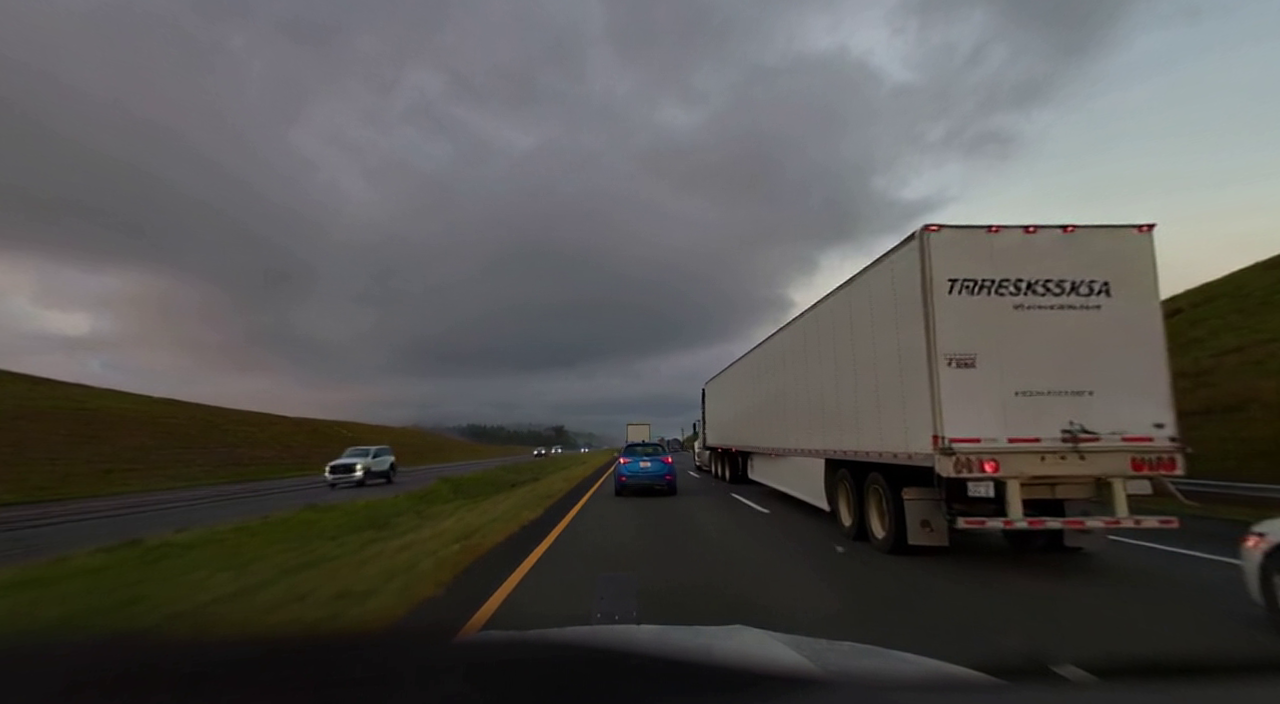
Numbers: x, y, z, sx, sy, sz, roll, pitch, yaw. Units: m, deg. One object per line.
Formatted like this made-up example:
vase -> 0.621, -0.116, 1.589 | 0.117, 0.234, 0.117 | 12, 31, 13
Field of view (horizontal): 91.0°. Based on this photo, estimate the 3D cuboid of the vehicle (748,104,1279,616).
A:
vehicle -> 4.527, 0.598, 10.117 | 3.235, 4.197, 9.908 | 0, -8, -3

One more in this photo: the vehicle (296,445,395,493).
vehicle -> -11.760, 4.658, 25.487 | 1.988, 1.727, 4.217 | -1, -8, 0

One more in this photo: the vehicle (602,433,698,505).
vehicle -> 0.209, 2.779, 15.450 | 2.045, 1.507, 3.763 | -1, -8, 0
